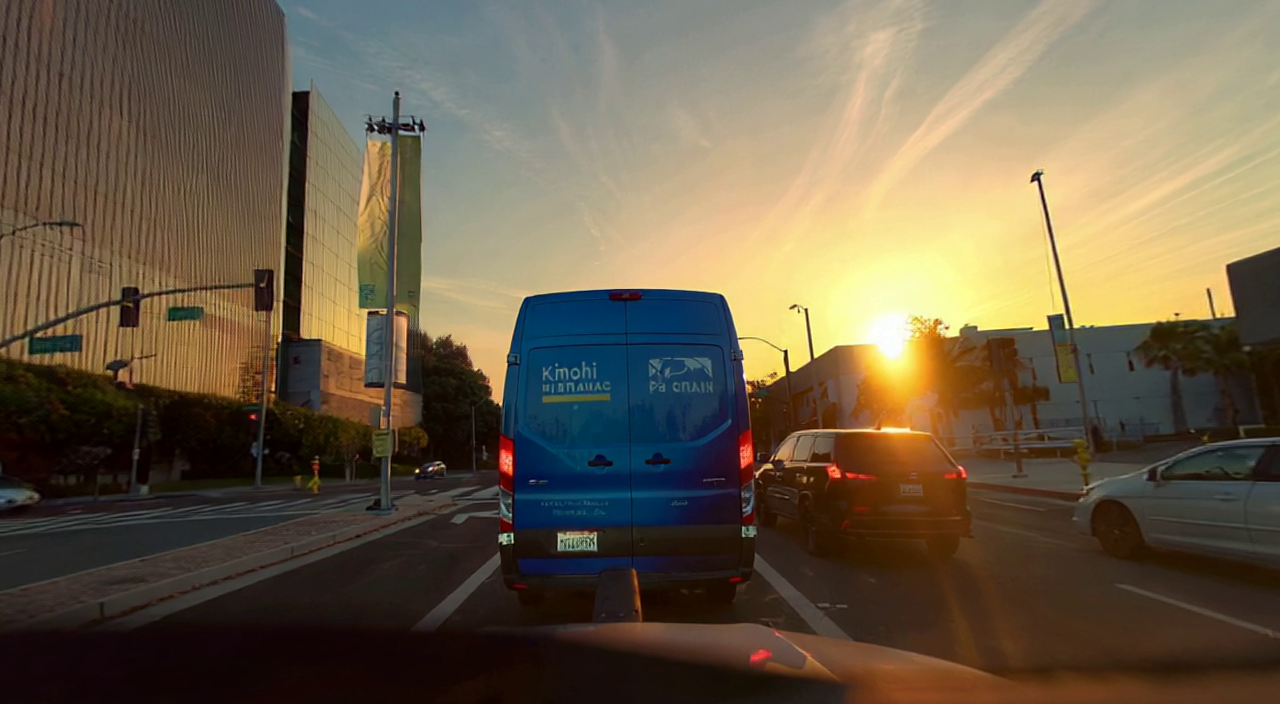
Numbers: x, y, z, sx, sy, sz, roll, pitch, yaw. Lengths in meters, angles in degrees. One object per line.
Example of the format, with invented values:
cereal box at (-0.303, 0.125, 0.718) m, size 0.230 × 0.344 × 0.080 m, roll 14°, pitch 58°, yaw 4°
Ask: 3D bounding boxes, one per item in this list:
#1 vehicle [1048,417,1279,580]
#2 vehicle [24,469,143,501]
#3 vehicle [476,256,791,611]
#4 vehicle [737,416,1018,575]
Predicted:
vehicle at (7.526, 1.577, 7.004) m, size 1.963 × 1.669 × 4.678 m, roll 3°, pitch -9°, yaw -20°
vehicle at (-31.096, 7.437, 35.407) m, size 4.806 × 1.652 × 1.869 m, roll 0°, pitch -8°, yaw -2°
vehicle at (-0.027, 1.187, 9.087) m, size 2.613 × 3.035 × 7.342 m, roll 0°, pitch -8°, yaw 1°
vehicle at (2.880, 1.863, 9.046) m, size 2.183 × 1.676 × 4.506 m, roll 0°, pitch -8°, yaw -1°
